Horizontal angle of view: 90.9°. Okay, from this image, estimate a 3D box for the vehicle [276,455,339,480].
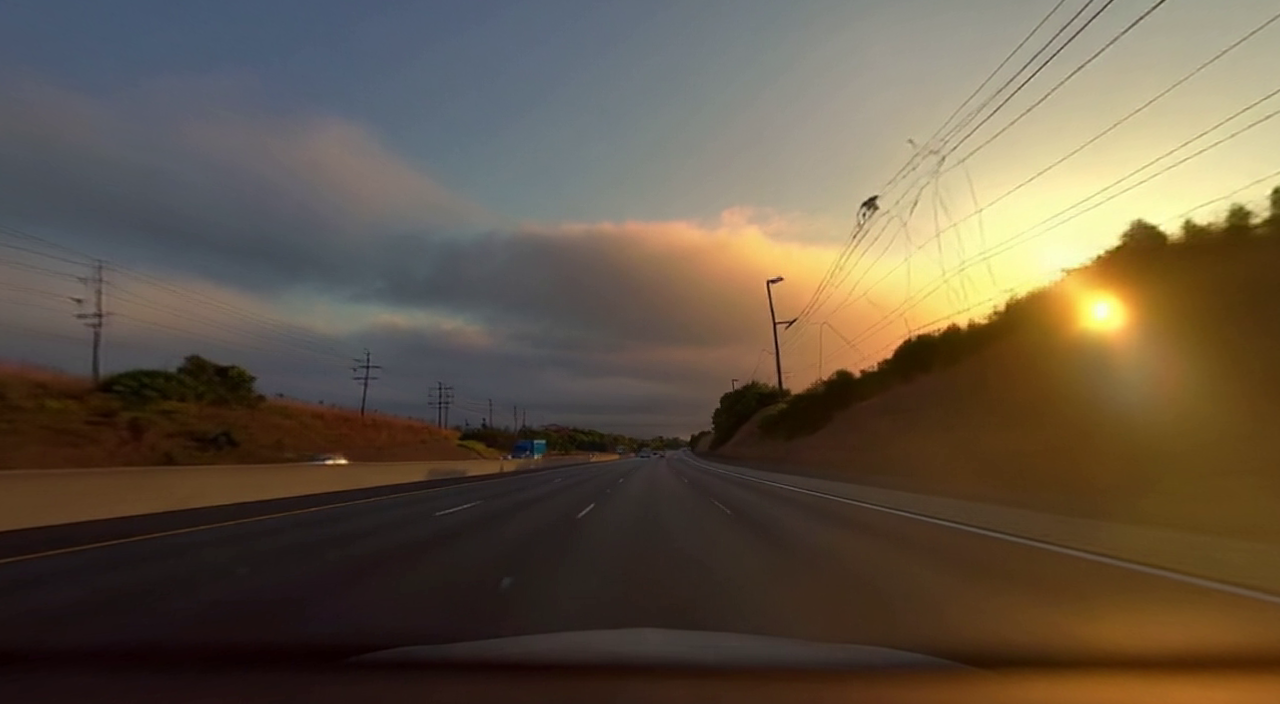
[{"bbox_3d":[-21.887,7.615,41.657,1.772,1.483,4.170,0,-9,1],"label":"vehicle"}]
